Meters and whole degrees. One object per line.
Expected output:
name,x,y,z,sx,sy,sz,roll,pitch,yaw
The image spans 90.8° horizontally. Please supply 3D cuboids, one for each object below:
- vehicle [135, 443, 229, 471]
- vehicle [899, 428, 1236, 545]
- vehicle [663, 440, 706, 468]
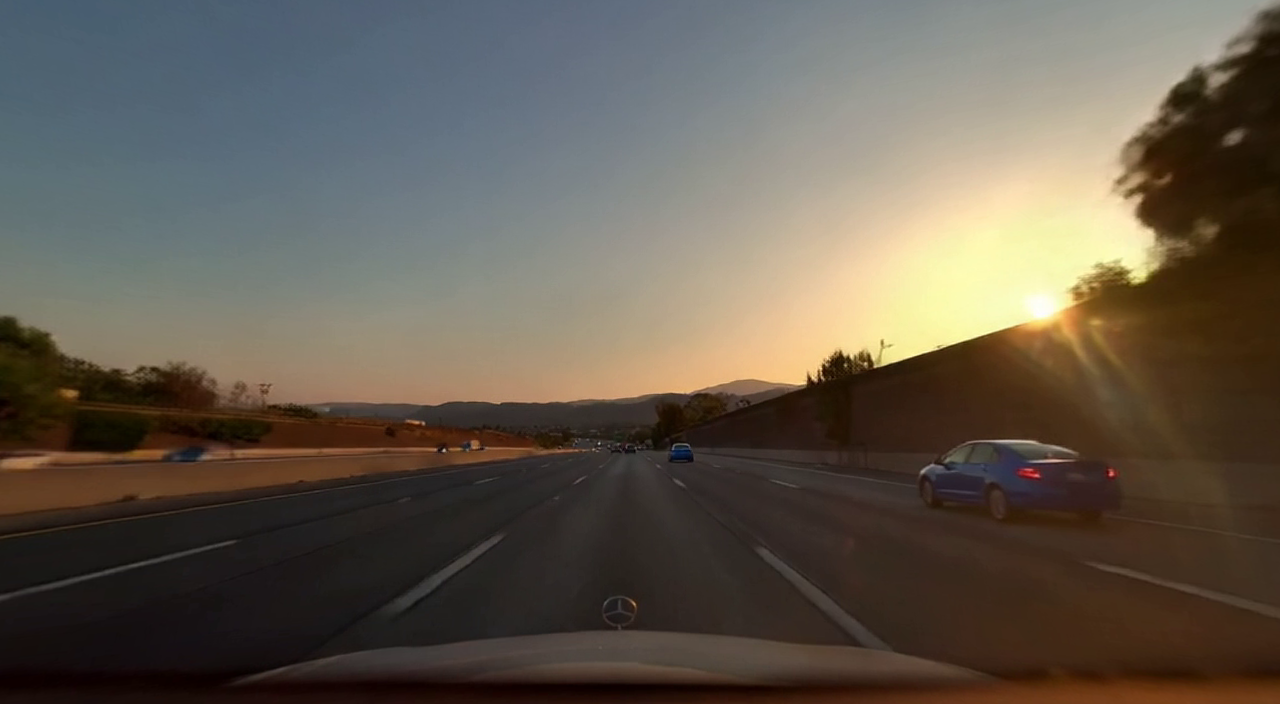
vehicle,-28.504,6.536,39.580,2.125,1.654,5.097,0,-8,-1
vehicle,6.697,2.154,10.919,2.227,1.522,5.041,0,-8,-1
vehicle,2.639,6.218,38.540,2.270,1.615,3.770,0,-8,-1
